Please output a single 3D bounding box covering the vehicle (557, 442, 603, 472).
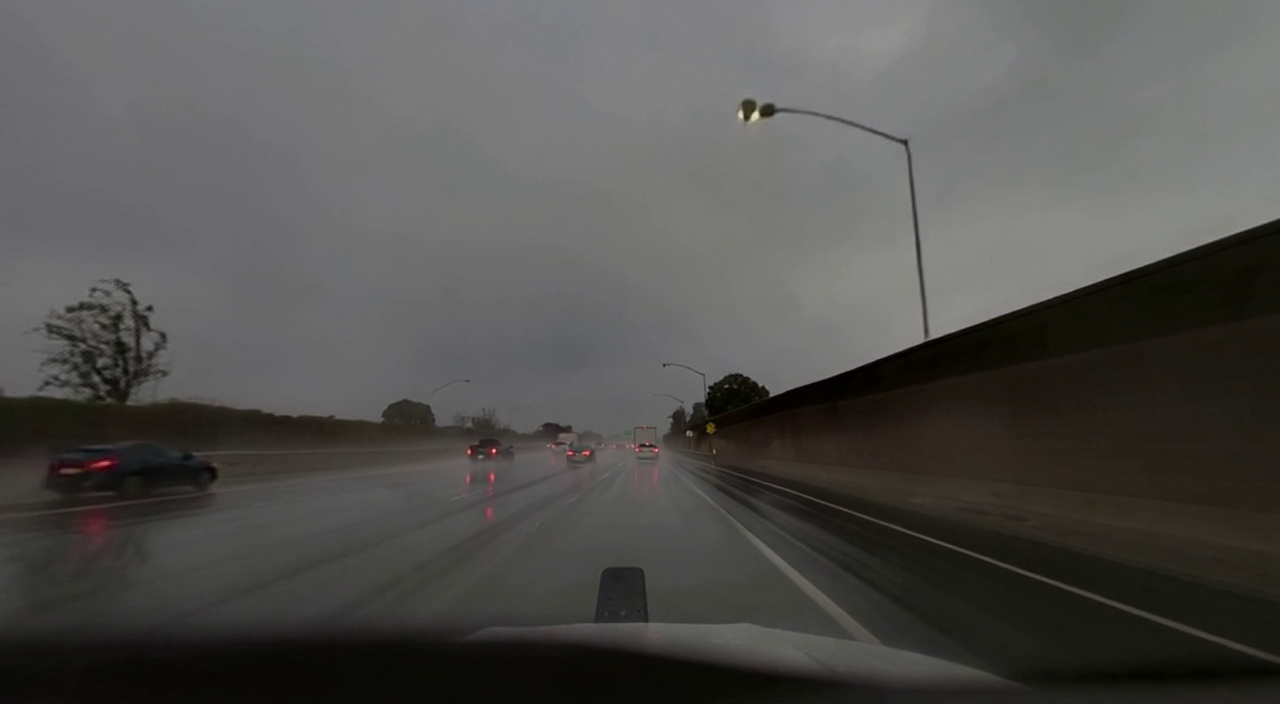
[{"bbox_3d":[-3.237,5.755,34.766,2.056,1.480,4.022,-1,-8,1],"label":"vehicle"}]

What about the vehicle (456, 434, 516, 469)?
[{"bbox_3d":[-9.811,6.405,40.841,2.339,2.018,5.790,-1,-8,1],"label":"vehicle"}]

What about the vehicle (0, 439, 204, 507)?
[{"bbox_3d":[-13.796,2.983,16.095,1.952,1.469,4.639,-1,-8,1],"label":"vehicle"}]

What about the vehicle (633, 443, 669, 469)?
[{"bbox_3d":[0.648,6.319,38.600,2.073,1.480,4.343,-1,-8,0],"label":"vehicle"}]
